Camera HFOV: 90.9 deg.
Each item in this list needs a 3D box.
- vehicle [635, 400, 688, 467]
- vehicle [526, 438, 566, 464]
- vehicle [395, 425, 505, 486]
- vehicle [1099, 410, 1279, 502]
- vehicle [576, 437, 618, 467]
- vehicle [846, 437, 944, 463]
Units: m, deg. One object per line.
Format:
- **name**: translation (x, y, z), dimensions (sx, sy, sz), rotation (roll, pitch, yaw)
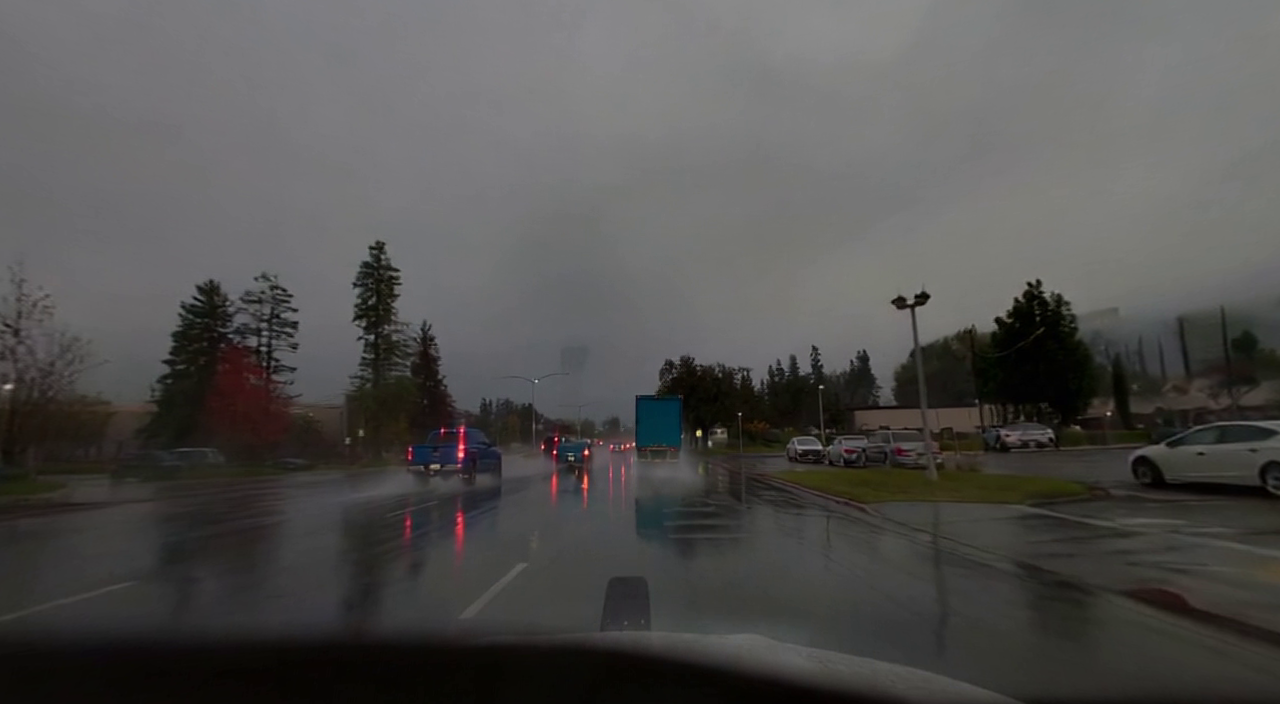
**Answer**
- **vehicle**: translation (1.244, 5.116, 38.970), dimensions (2.905, 3.644, 8.441), rotation (0, -8, 1)
- **vehicle**: translation (-6.318, 6.698, 42.795), dimensions (1.908, 1.616, 4.089), rotation (0, -8, 2)
- **vehicle**: translation (-6.522, 3.624, 22.401), dimensions (2.149, 1.893, 5.187), rotation (0, -8, 2)
- **vehicle**: translation (12.454, 2.184, 13.537), dimensions (1.880, 1.642, 4.523), rotation (-1, -8, 2)
- **vehicle**: translation (-2.526, 6.006, 38.035), dimensions (2.114, 1.663, 4.381), rotation (0, -8, 2)
- **vehicle**: translation (14.874, 5.749, 36.906), dimensions (4.830, 1.472, 2.042), rotation (0, -8, 0)
